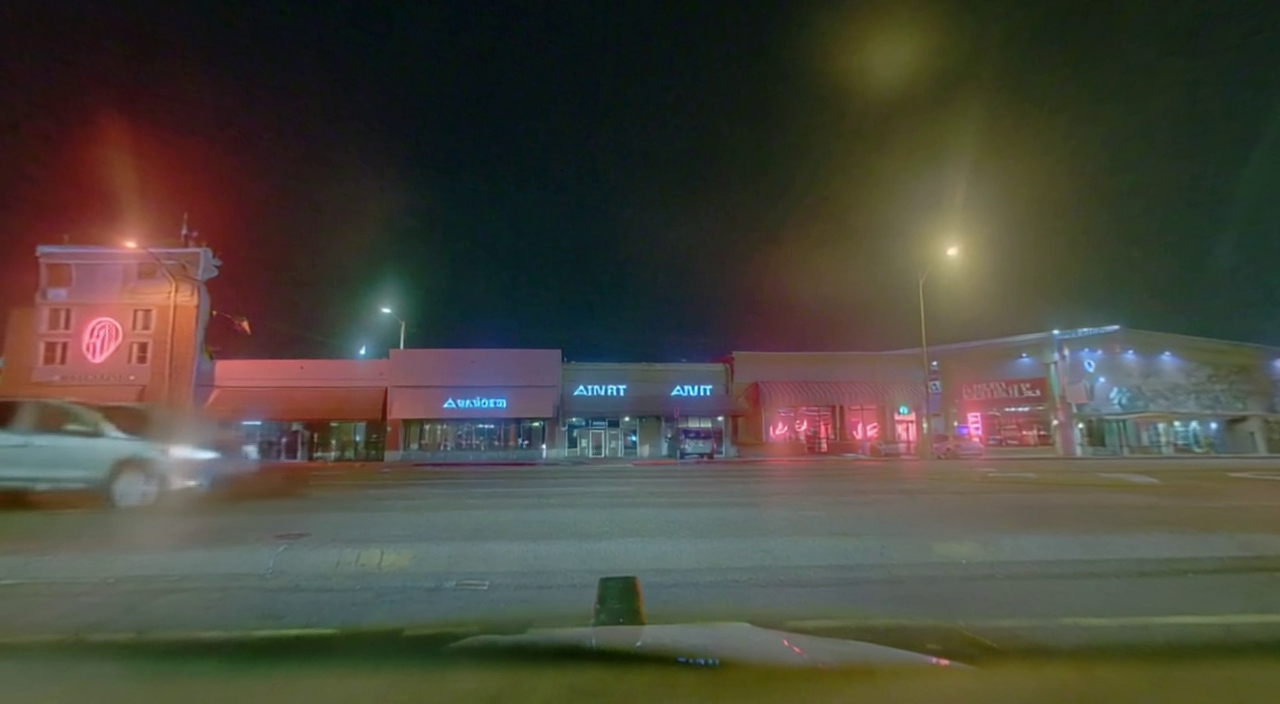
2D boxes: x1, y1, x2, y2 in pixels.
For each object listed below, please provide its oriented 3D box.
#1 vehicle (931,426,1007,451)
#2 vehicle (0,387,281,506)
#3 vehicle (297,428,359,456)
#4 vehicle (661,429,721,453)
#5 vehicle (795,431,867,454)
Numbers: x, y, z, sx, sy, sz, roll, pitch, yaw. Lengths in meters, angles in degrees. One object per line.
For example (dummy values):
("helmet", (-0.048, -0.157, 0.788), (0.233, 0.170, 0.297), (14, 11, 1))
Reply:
("vehicle", (25.400, 6.709, 48.832), (4.838, 1.799, 1.914), (-7, -11, 38))
("vehicle", (-9.052, 1.533, 10.593), (4.735, 1.779, 2.051), (1, -6, -6))
("vehicle", (-20.274, 5.834, 40.981), (4.596, 1.680, 1.936), (-7, -11, 41))
("vehicle", (3.341, 6.000, 42.437), (1.812, 1.468, 4.519), (5, -10, -28))
("vehicle", (12.735, 6.054, 42.349), (1.791, 1.453, 4.593), (5, -10, -29))
